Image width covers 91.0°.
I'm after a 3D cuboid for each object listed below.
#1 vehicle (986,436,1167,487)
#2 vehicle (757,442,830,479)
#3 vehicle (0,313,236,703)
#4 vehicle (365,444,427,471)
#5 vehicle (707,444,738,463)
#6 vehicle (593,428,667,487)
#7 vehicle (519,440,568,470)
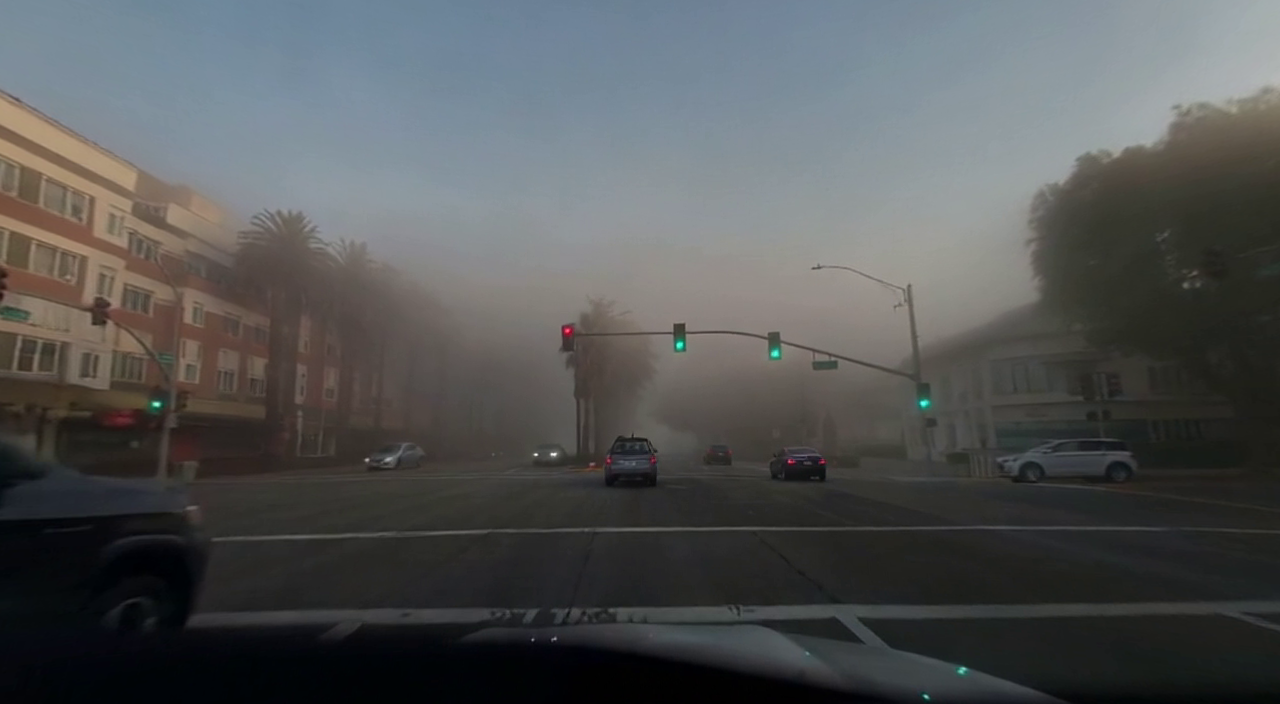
[{"bbox_3d":[15.357,3.867,22.467,4.722,1.695,2.121,-2,-9,11],"label":"vehicle"},{"bbox_3d":[6.716,4.800,28.078,1.975,1.483,4.769,0,-8,-1],"label":"vehicle"},{"bbox_3d":[-3.438,0.571,1.044,2.144,1.796,5.103,0,-8,0],"label":"vehicle"},{"bbox_3d":[-14.837,6.430,38.543,1.850,1.544,4.858,0,-8,0],"label":"vehicle"},{"bbox_3d":[6.408,7.873,49.050,1.777,1.443,3.942,0,-8,-2],"label":"vehicle"},{"bbox_3d":[-0.313,3.592,21.775,2.277,1.816,4.192,0,-8,0],"label":"vehicle"},{"bbox_3d":[-5.328,5.722,35.247,2.028,1.489,4.386,-3,-8,-1],"label":"vehicle"}]
